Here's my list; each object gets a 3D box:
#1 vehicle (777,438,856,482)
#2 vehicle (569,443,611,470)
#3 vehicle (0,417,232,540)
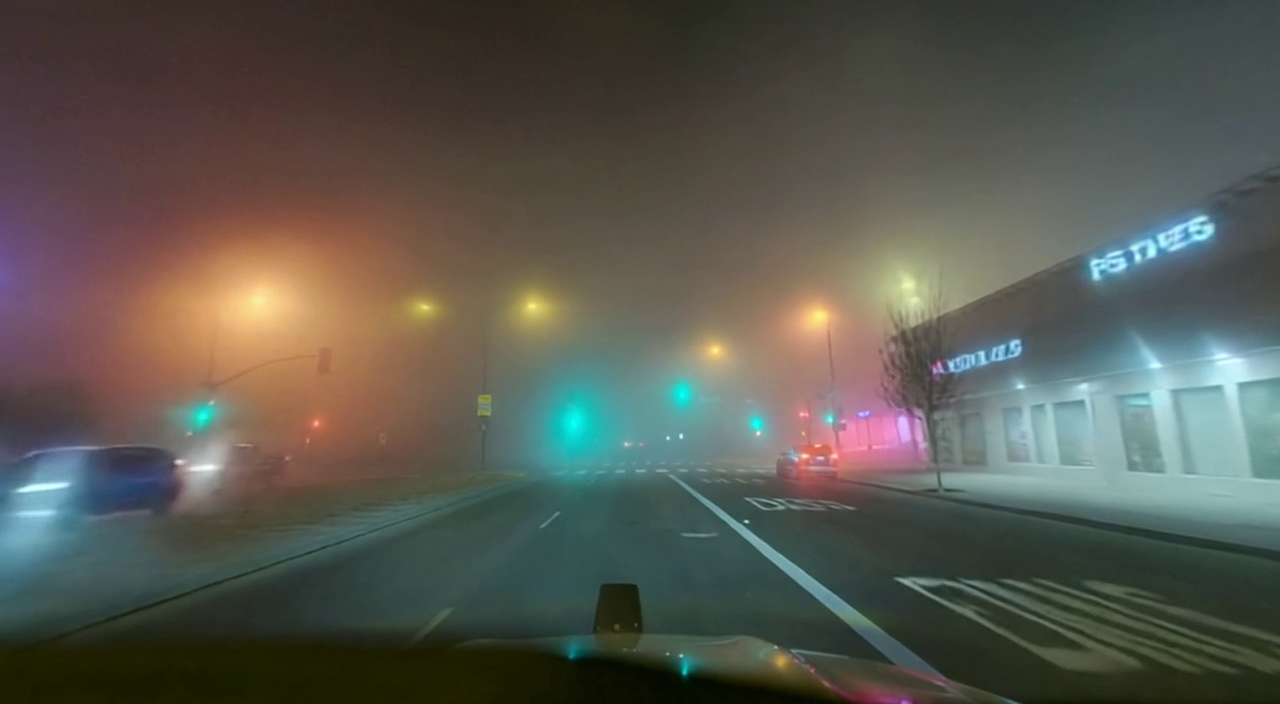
[{"bbox_3d":[7.246,4.478,26.375,1.950,1.686,4.509,0,-9,-1],"label":"vehicle"},{"bbox_3d":[-2.843,6.065,36.872,2.078,1.471,4.217,0,-9,0],"label":"vehicle"},{"bbox_3d":[-10.258,2.239,11.793,2.155,1.830,4.564,0,-8,-1],"label":"vehicle"}]
